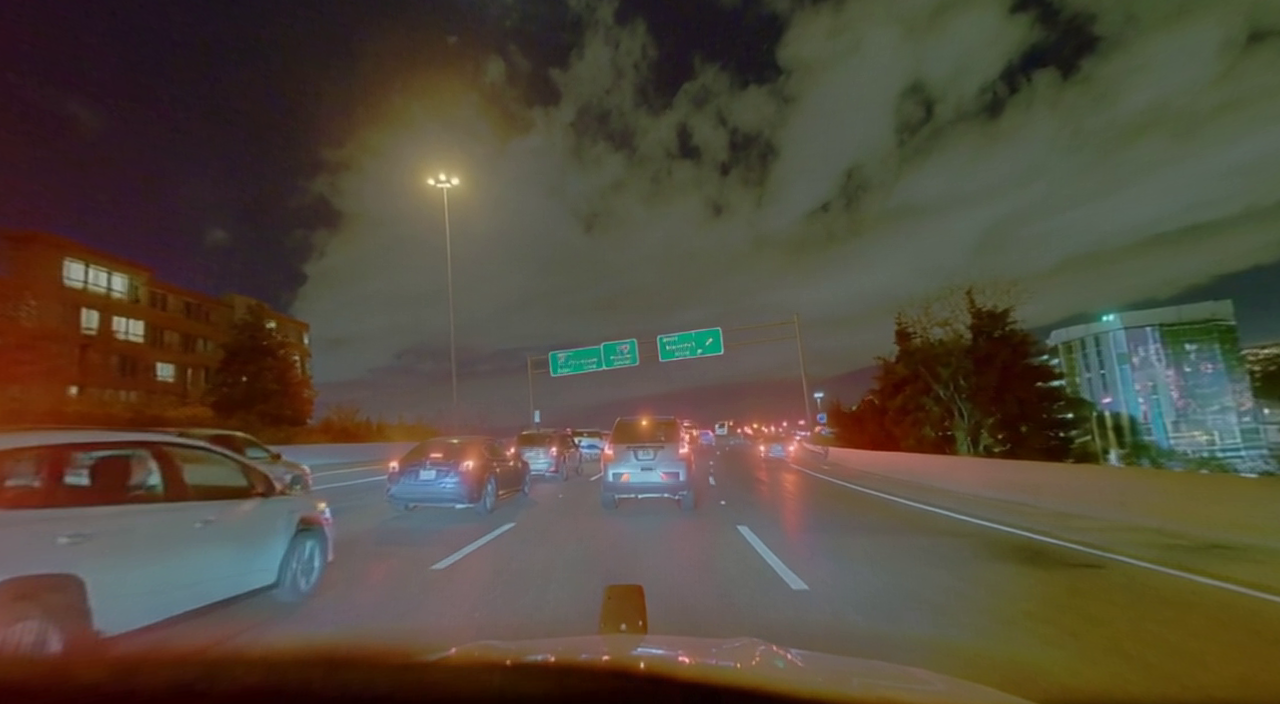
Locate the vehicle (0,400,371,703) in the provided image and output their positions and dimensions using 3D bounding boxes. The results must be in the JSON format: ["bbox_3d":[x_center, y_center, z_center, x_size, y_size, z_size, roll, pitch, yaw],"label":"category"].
[{"bbox_3d":[-3.698,1.096,3.591,1.998,1.494,5.020,0,-9,2],"label":"vehicle"}]

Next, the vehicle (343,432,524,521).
[{"bbox_3d":[-3.903,2.436,12.866,2.087,1.481,4.225,0,-9,3],"label":"vehicle"}]

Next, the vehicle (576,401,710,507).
[{"bbox_3d":[0.154,2.455,15.408,2.616,2.063,5.933,0,-9,2],"label":"vehicle"}]

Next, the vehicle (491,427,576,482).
[{"bbox_3d":[-3.651,3.616,22.469,1.953,1.729,4.377,-1,-9,4],"label":"vehicle"}]
